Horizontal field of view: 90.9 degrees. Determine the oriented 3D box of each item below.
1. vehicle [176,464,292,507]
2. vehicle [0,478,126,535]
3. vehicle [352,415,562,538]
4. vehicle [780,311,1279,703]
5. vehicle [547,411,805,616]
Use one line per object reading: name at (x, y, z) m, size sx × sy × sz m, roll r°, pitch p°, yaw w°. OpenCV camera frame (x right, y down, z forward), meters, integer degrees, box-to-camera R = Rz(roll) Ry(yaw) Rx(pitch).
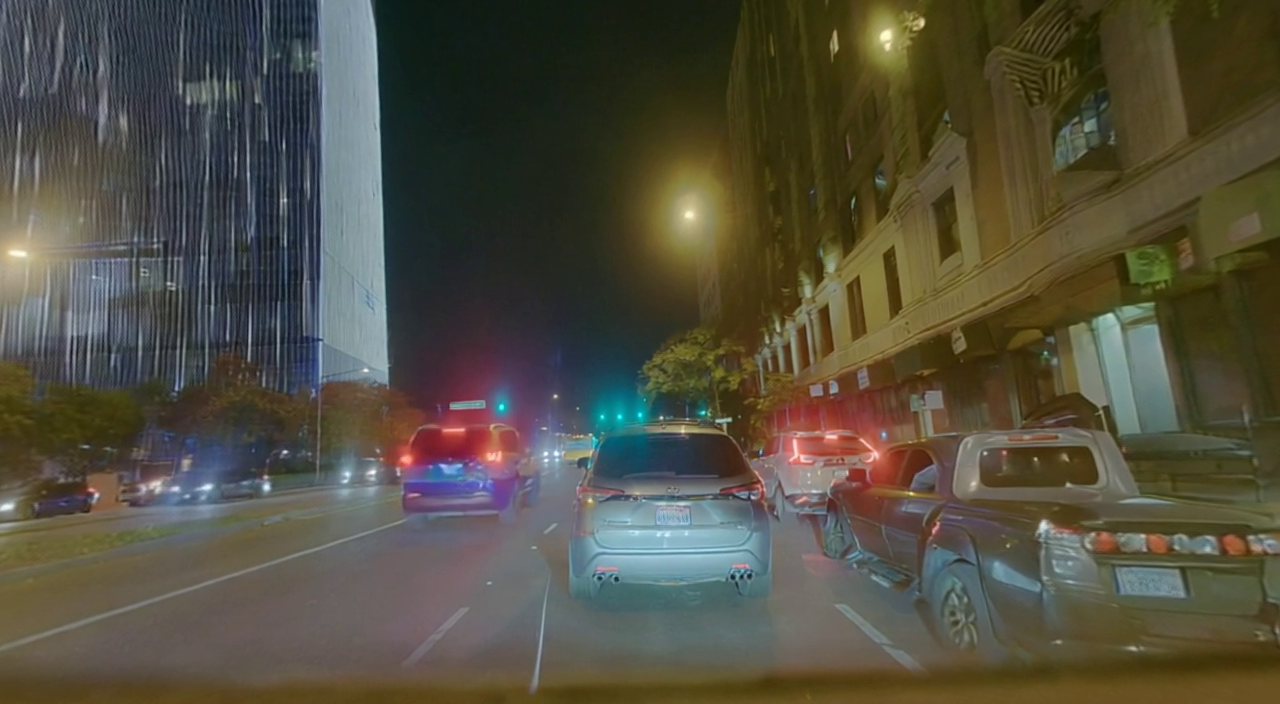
vehicle at (-19.366, 6.353, 30.407) m, size 2.274 × 1.708 × 4.863 m, roll 0°, pitch -9°, yaw 1°
vehicle at (-22.641, 5.780, 24.046) m, size 1.975 × 1.698 × 4.715 m, roll 0°, pitch -9°, yaw 2°
vehicle at (-3.135, 2.315, 12.451) m, size 2.375 × 1.847 × 5.606 m, roll 0°, pitch -9°, yaw 1°
vehicle at (2.745, 1.109, 4.904) m, size 2.117 × 1.855 × 4.794 m, roll 0°, pitch -9°, yaw -1°
vehicle at (0.232, 1.554, 6.872) m, size 2.045 × 1.608 × 3.573 m, roll 0°, pitch -9°, yaw -2°
